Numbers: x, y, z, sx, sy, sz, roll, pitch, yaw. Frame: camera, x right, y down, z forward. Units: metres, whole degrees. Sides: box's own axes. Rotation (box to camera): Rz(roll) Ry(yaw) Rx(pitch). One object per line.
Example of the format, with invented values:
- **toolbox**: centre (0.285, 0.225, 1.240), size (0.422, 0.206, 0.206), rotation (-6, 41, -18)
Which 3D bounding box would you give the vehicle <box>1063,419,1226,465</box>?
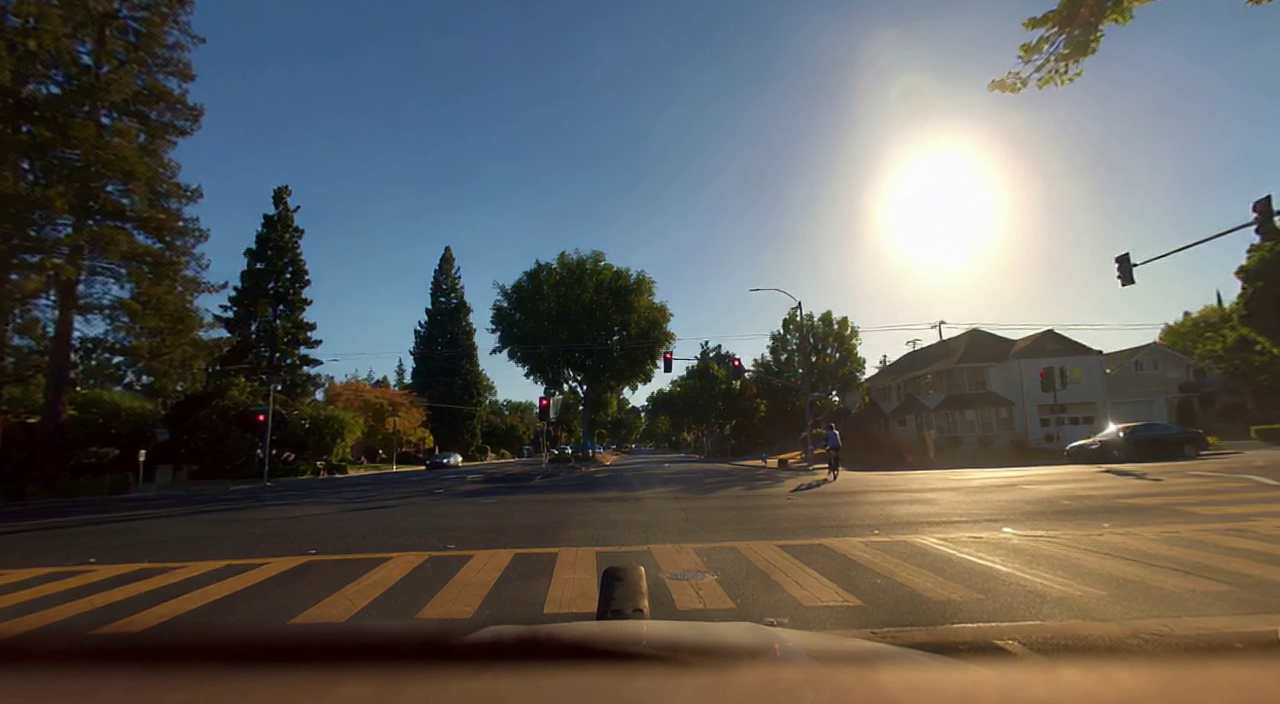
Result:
- **vehicle**: centre (17.299, 3.108, 21.766), size (3.969, 1.493, 1.823), rotation (0, -9, 1)
